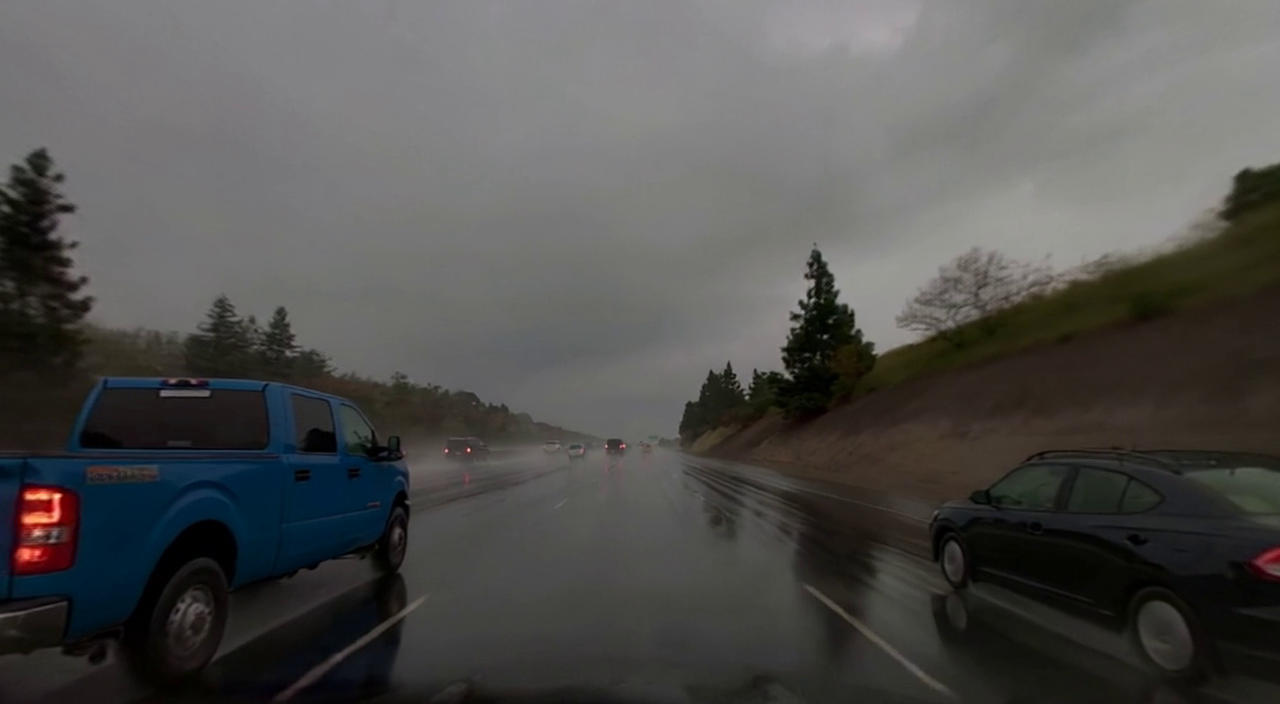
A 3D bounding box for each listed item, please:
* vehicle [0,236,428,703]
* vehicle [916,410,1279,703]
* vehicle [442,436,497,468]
[{"bbox_3d":[-3.600,0.859,3.816,2.483,2.100,6.208,0,-9,0],"label":"vehicle"},{"bbox_3d":[3.906,1.220,4.098,2.047,1.524,4.619,0,-9,-1],"label":"vehicle"},{"bbox_3d":[-10.790,6.359,40.343,2.012,1.875,4.895,0,-9,1],"label":"vehicle"}]
